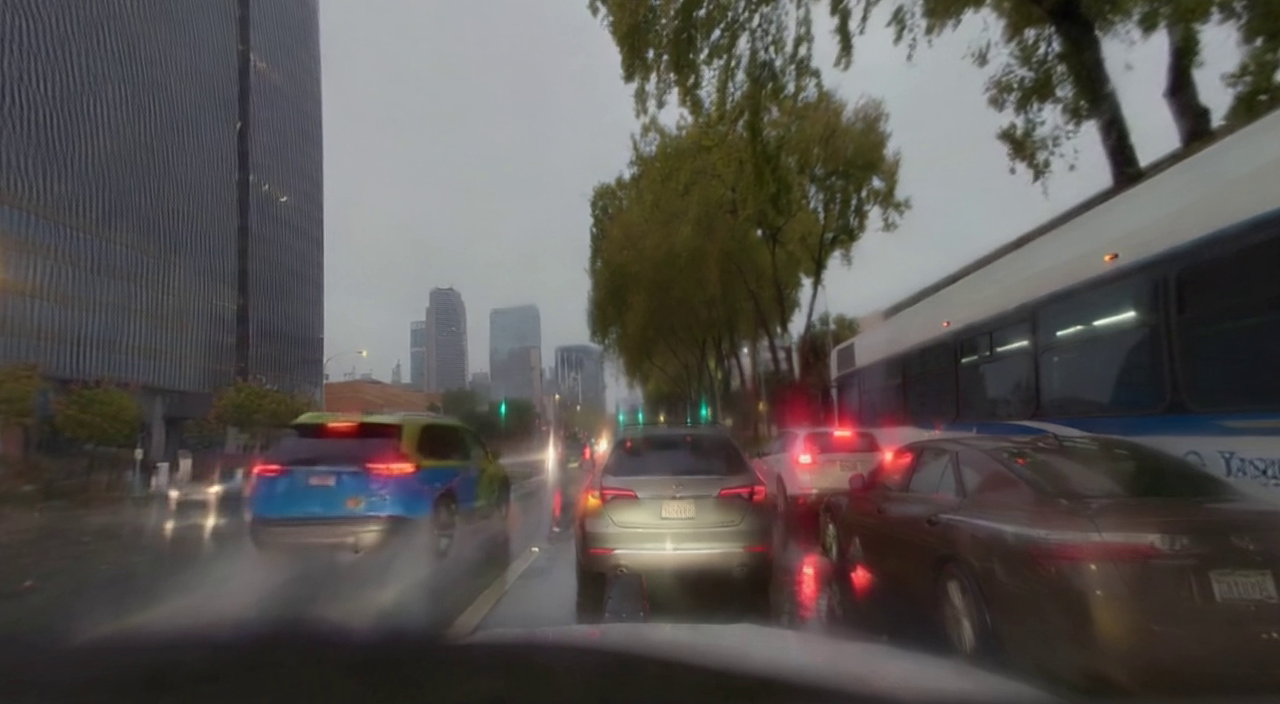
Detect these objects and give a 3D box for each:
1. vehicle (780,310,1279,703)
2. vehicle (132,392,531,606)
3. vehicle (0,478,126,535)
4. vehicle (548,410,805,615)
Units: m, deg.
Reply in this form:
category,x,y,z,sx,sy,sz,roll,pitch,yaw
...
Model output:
category,x,y,z,sx,sy,sz,roll,pitch,yaw
vehicle,2.745,1.102,4.906,2.117,1.855,4.794,0,-9,-1
vehicle,-3.179,1.693,8.361,2.375,1.847,5.606,0,-9,1
vehicle,-22.642,5.767,24.036,1.975,1.698,4.715,0,-9,2
vehicle,0.232,1.550,6.876,2.045,1.608,3.573,0,-9,-2
